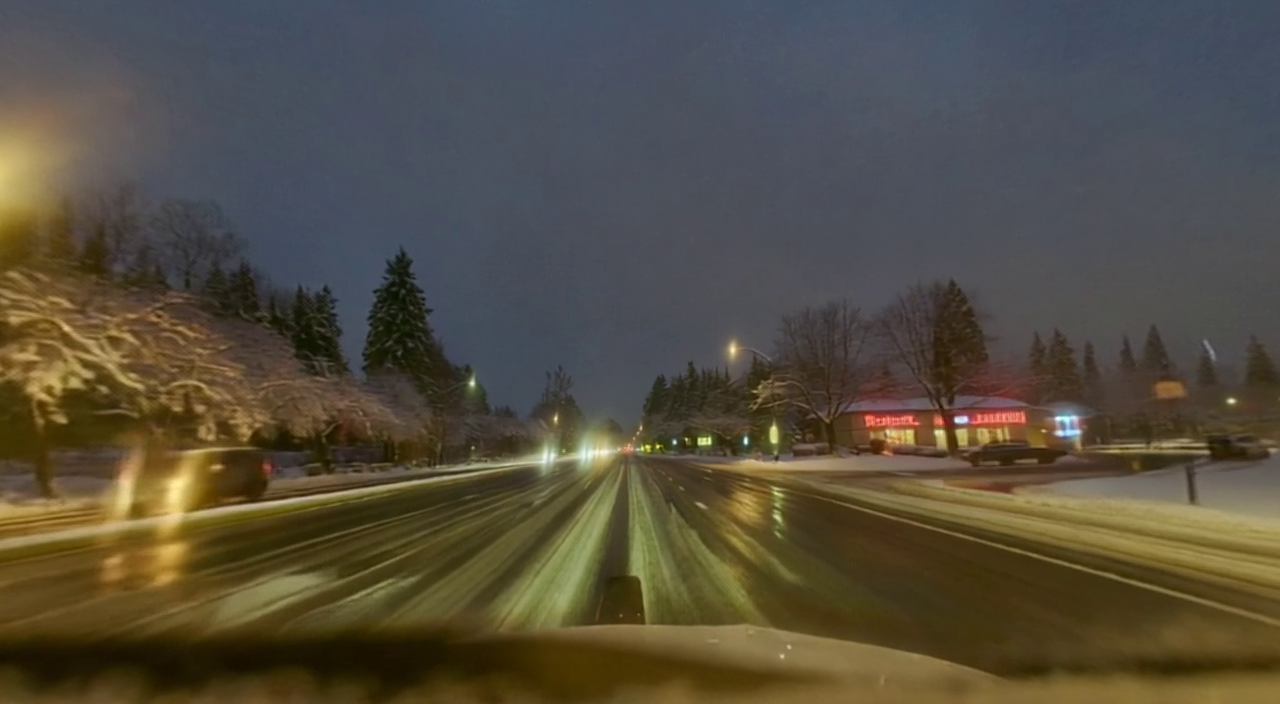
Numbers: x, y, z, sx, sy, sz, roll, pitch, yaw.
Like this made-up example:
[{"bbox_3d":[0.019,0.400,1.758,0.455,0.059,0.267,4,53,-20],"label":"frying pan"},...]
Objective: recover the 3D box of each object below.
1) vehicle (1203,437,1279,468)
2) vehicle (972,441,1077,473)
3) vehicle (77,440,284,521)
[{"bbox_3d":[34.648,5.666,35.784,3.698,1.478,1.811,-3,-8,-1],"label":"vehicle"},{"bbox_3d":[21.545,5.911,35.542,4.620,1.475,1.904,-3,-9,-3],"label":"vehicle"},{"bbox_3d":[-12.812,3.565,18.204,2.237,1.950,5.039,0,-9,-2],"label":"vehicle"}]
